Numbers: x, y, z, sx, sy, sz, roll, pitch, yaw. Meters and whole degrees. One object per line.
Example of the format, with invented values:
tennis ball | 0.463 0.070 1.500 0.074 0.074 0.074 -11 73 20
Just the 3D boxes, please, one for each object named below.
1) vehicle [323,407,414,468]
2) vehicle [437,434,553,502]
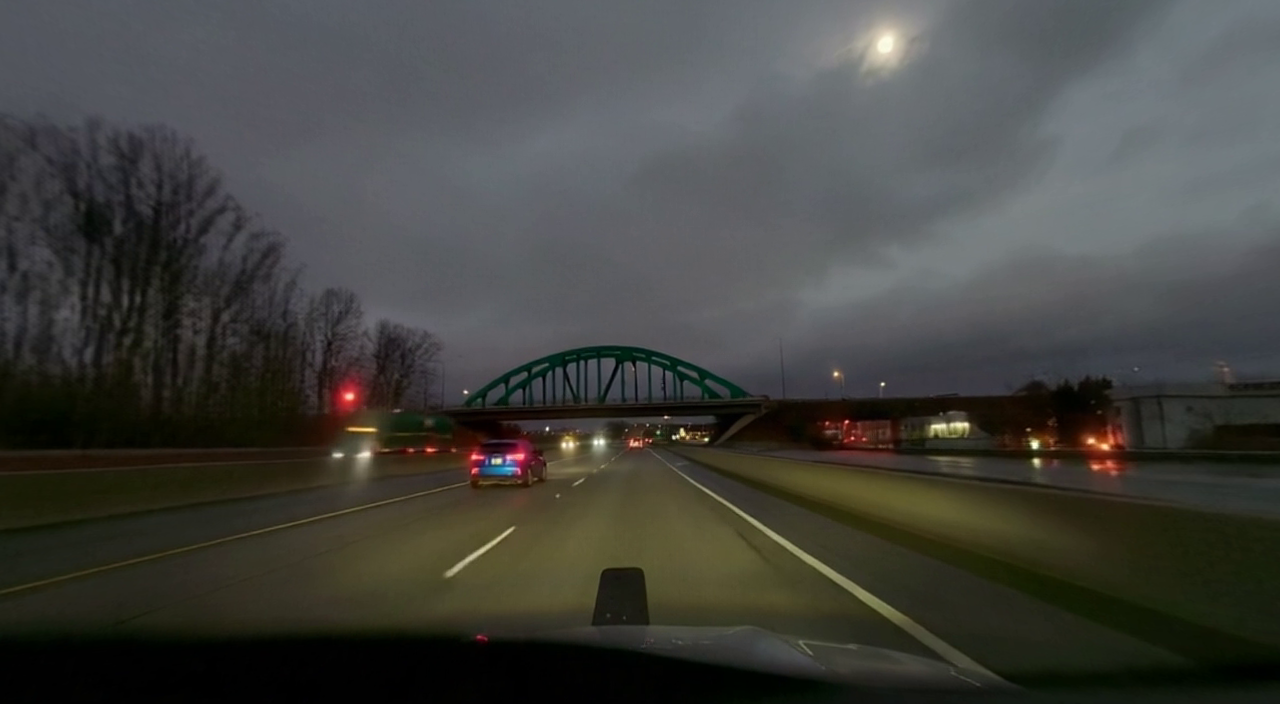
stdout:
vehicle | -18.778 5.994 43.969 3.180 3.898 7.073 0 -8 -1
vehicle | -3.663 3.025 16.776 2.052 1.556 4.405 0 -9 0
